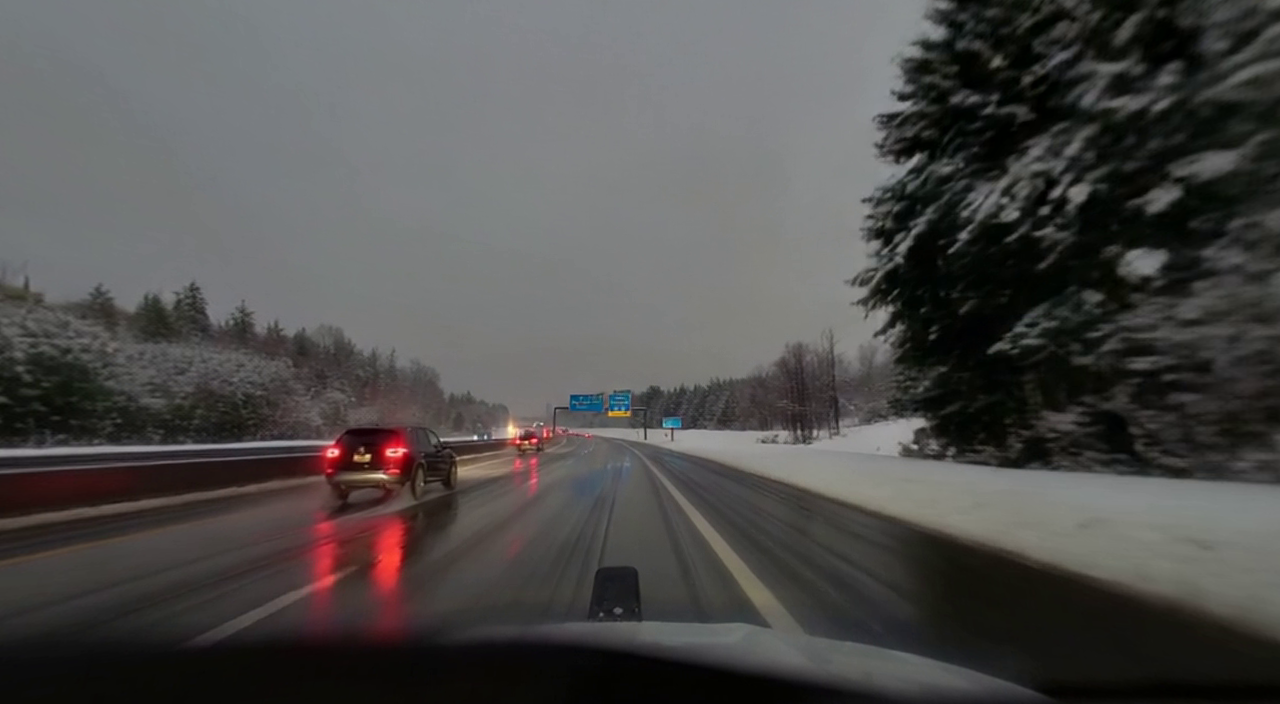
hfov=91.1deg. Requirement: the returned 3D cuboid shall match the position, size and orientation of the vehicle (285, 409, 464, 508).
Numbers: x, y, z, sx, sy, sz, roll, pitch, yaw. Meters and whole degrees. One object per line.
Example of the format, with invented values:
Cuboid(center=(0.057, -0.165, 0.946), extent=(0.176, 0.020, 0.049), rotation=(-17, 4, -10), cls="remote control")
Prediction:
Cuboid(center=(-5.250, 2.156, 13.153), extent=(2.007, 1.727, 4.040), rotation=(0, -8, -1), cls="vehicle")
